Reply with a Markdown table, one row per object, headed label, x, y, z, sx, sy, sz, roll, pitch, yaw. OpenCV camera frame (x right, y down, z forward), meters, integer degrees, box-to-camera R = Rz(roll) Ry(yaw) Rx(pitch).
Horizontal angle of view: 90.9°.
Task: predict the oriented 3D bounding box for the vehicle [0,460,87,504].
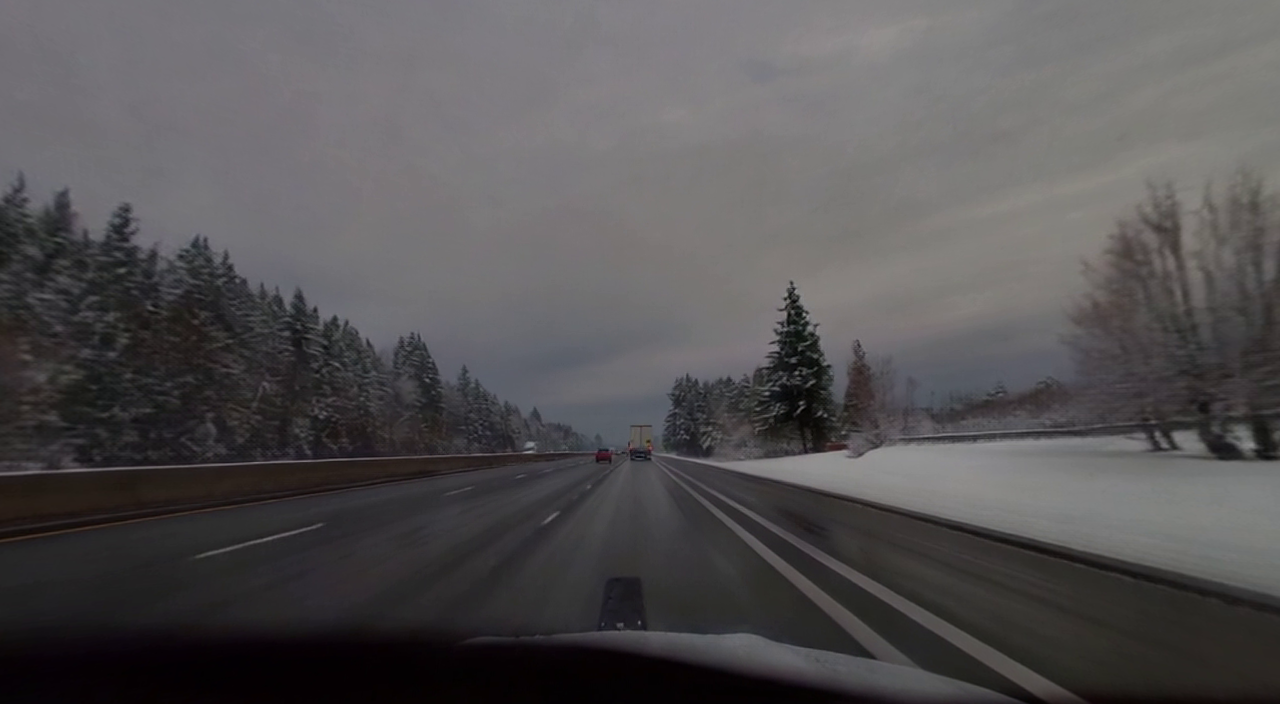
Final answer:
| label | x | y | z | sx | sy | sz | roll | pitch | yaw |
| --- | --- | --- | --- | --- | --- | --- | --- | --- | --- |
| vehicle | -22.801 | 4.691 | 22.897 | 1.764 | 1.460 | 3.992 | 0 | -9 | 0 |
